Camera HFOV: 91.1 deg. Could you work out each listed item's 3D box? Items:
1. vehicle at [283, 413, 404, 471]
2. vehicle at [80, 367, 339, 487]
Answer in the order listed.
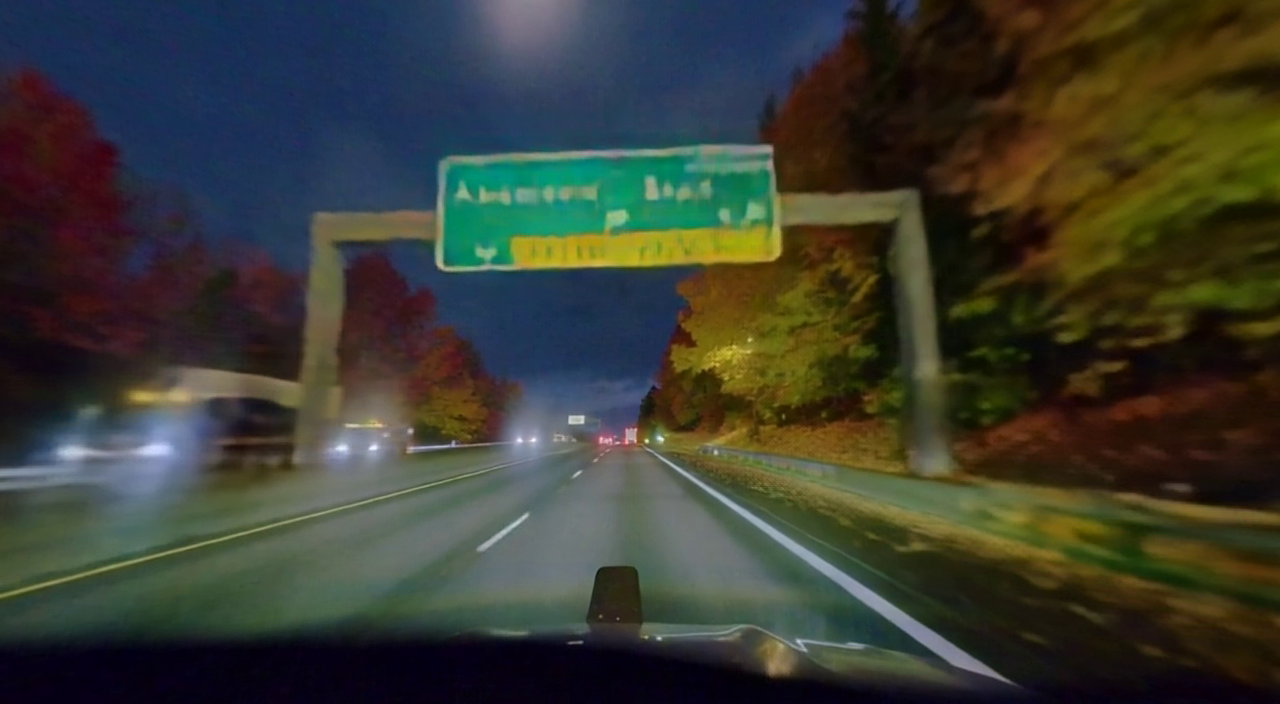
[{"bbox_3d":[-15.970,4.927,34.686,2.695,2.761,8.265,0,-8,-1],"label":"vehicle"},{"bbox_3d":[-15.770,3.006,24.607,3.002,3.700,10.158,0,-8,-1],"label":"vehicle"}]
